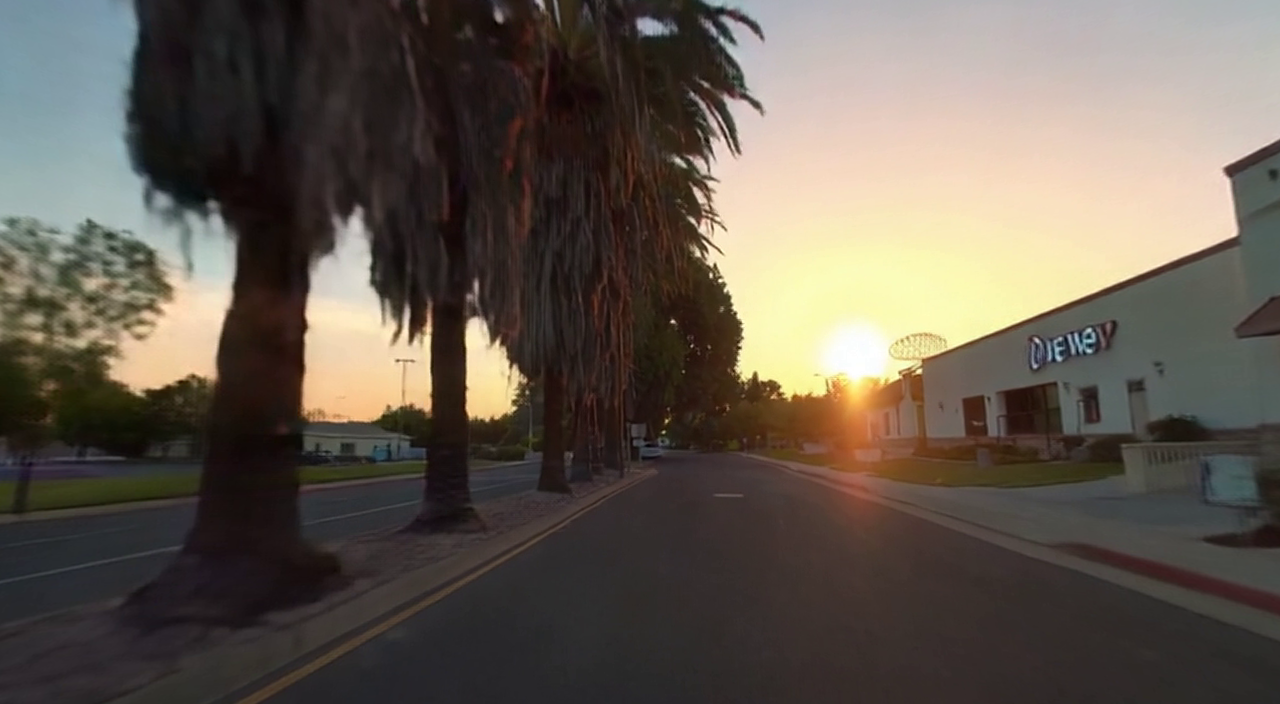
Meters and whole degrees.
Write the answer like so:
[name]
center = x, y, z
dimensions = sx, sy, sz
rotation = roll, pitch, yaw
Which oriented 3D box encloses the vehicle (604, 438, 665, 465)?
[vehicle]
center = -0.462, 7.213, 46.046
dimensions = 2.174, 1.863, 4.651
rotation = 5, -10, -34
